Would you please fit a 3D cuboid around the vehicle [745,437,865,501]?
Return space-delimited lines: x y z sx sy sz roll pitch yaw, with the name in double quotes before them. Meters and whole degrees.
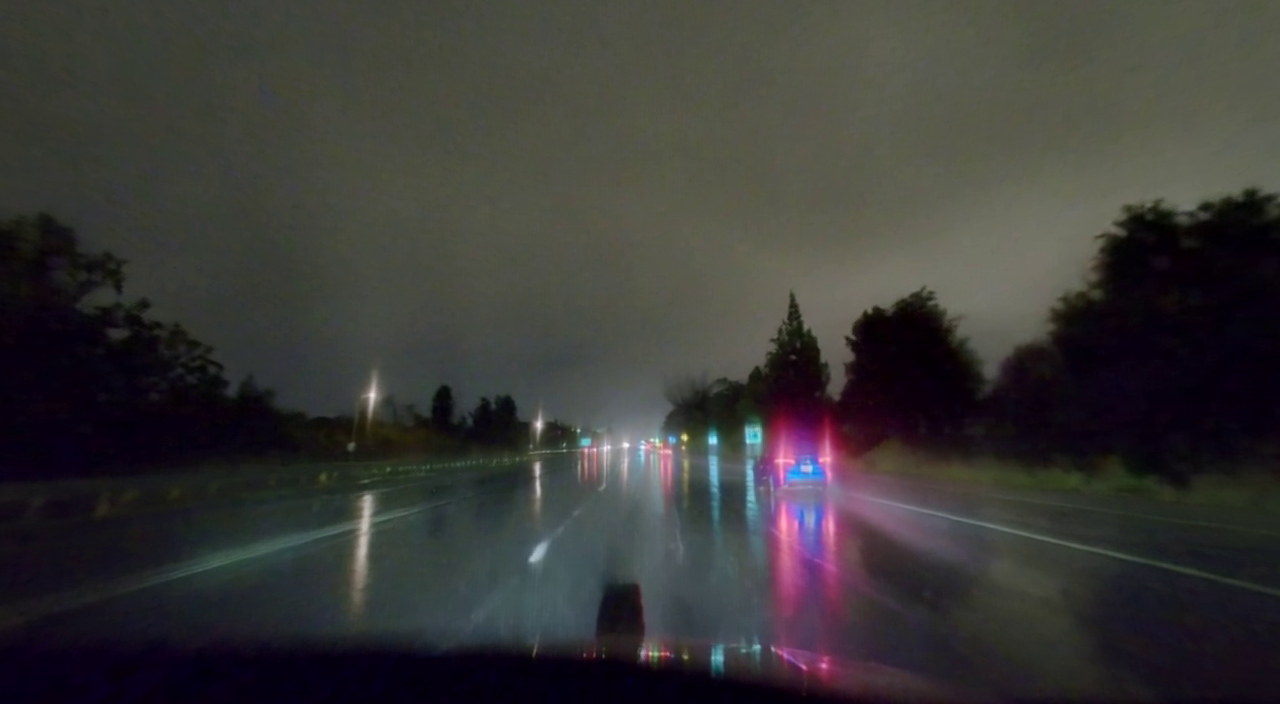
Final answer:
"vehicle" 4.299 3.135 17.229 2.033 1.501 4.398 0 -9 -1
